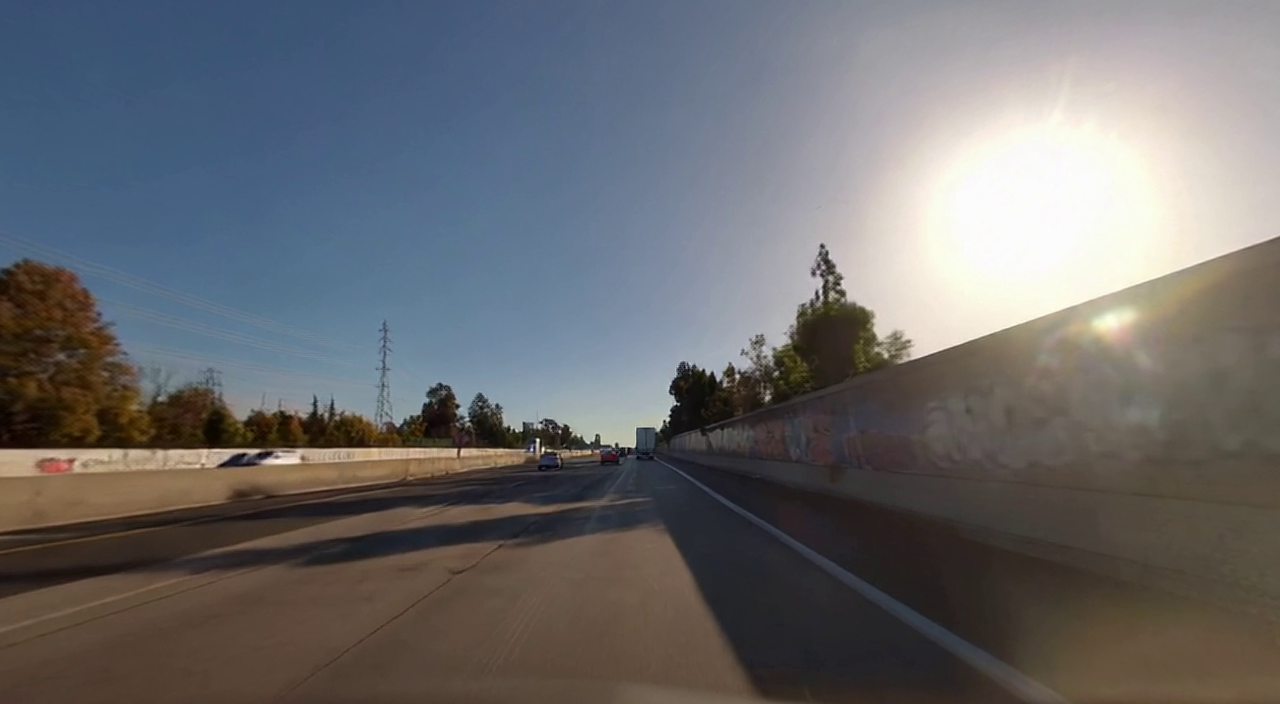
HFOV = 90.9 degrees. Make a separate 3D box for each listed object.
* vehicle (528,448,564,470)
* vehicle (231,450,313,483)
[{"bbox_3d":[-6.556,7.497,44.339,2.027,1.431,3.033,0,-9,1],"label":"vehicle"},{"bbox_3d":[-22.031,6.838,37.941,1.991,1.806,4.811,0,-9,0],"label":"vehicle"}]
